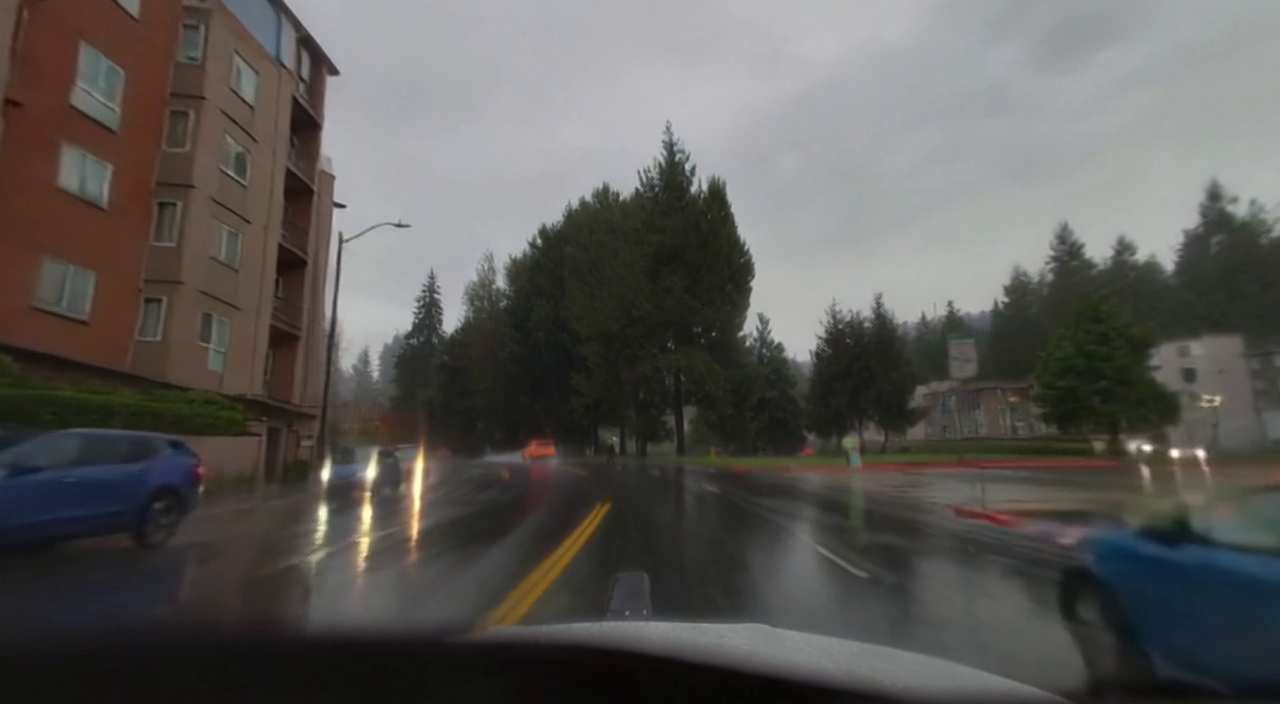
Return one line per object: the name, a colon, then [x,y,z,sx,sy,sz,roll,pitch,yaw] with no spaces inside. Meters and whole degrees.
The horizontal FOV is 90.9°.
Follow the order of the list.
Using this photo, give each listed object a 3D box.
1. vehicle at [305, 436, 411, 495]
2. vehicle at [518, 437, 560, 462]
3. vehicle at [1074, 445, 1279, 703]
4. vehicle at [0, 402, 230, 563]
vehicle: [-8.966,3.606,20.484,1.994,1.697,4.436,2,-8,-9]
vehicle: [-7.762,7.412,48.230,2.000,1.809,4.405,4,-9,-24]
vehicle: [3.101,1.042,2.173,1.559,1.351,2.452,2,-10,5]
vehicle: [-8.510,1.811,8.694,2.347,1.846,4.915,-5,-9,2]
